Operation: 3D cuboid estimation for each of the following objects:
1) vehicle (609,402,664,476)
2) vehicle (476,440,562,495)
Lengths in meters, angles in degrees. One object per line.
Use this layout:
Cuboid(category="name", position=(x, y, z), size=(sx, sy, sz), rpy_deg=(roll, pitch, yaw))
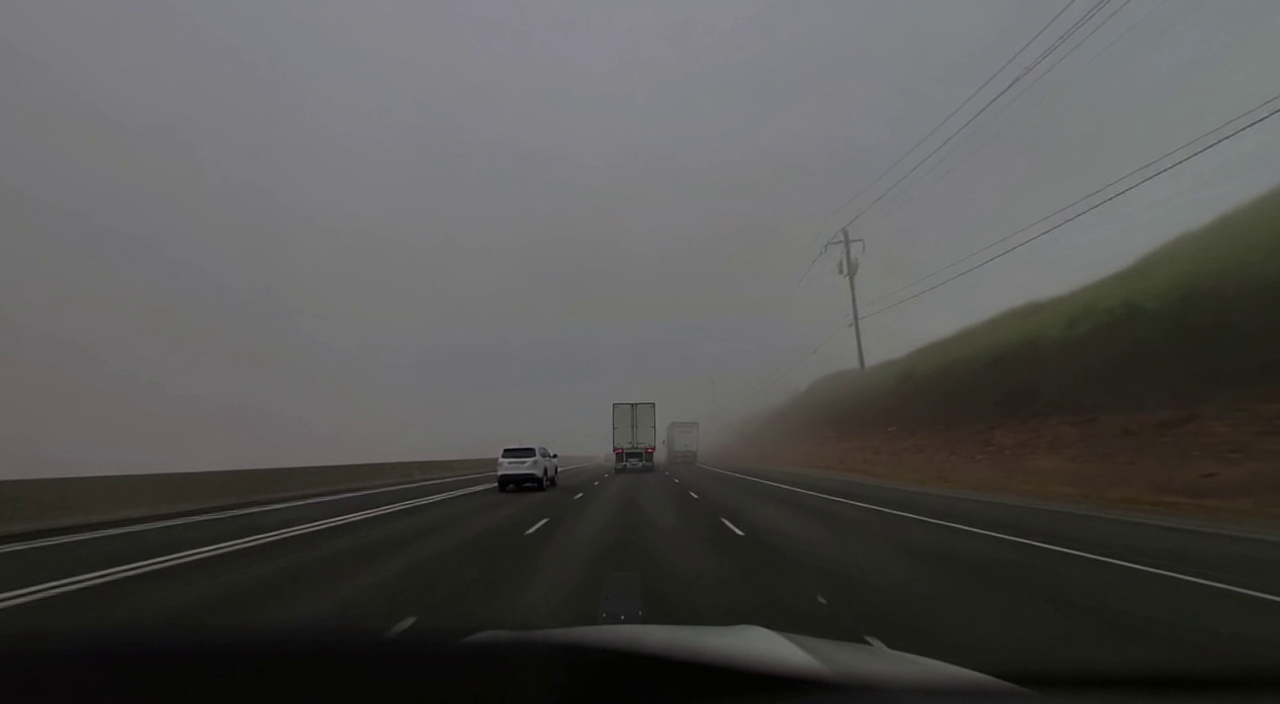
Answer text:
Cuboid(category="vehicle", position=(-0.207, 5.630, 40.148), size=(2.985, 4.025, 10.982), rpy_deg=(0, -9, 0))
Cuboid(category="vehicle", position=(-4.006, 3.919, 21.696), size=(2.050, 1.679, 4.253), rpy_deg=(0, -9, 1))
